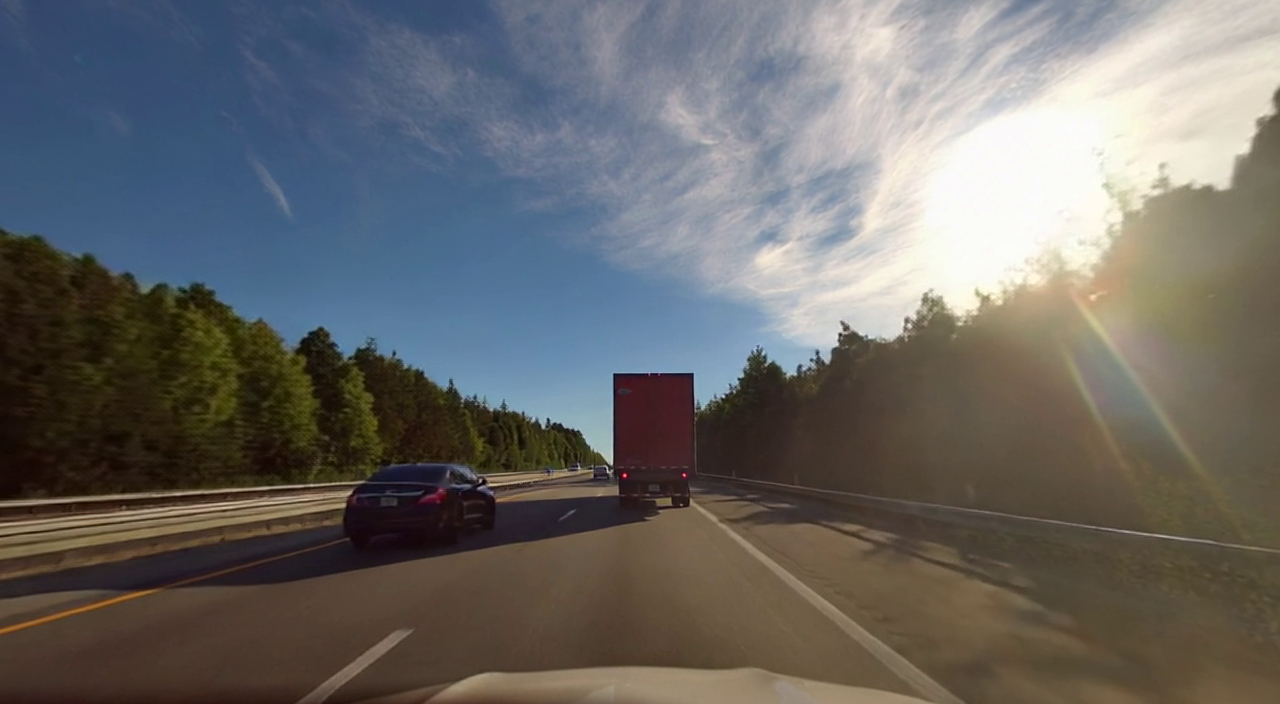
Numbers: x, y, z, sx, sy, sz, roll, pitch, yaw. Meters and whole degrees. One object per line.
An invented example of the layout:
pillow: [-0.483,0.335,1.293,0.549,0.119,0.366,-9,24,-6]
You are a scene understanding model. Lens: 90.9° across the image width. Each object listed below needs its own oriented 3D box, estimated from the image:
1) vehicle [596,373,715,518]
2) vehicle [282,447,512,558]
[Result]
vehicle: [0.422,3.224,20.958,3.008,3.678,9.512,1,-10,0]
vehicle: [-3.880,2.534,11.214,2.079,1.506,4.821,0,-10,1]
